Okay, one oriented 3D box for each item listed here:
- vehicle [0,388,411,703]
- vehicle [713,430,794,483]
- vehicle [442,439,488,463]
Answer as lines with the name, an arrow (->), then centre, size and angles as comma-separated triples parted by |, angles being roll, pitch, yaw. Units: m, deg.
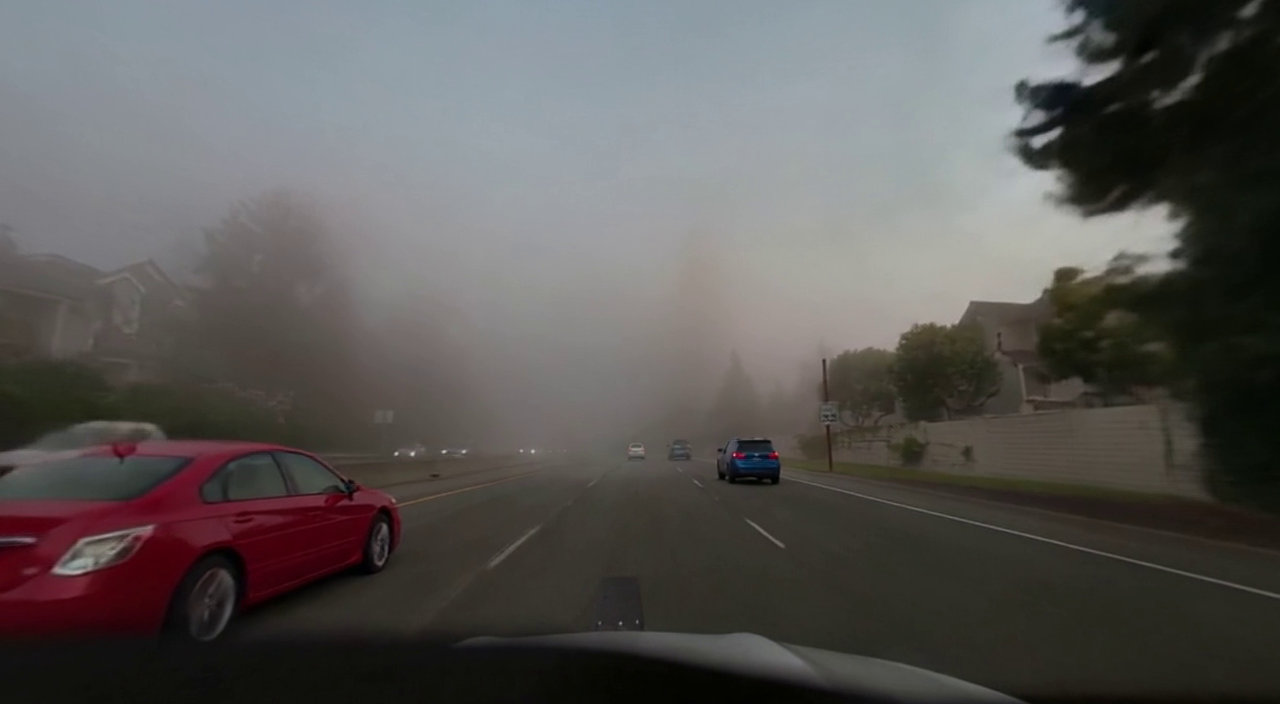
vehicle -> -3.585, 1.233, 4.691 | 2.036, 1.528, 4.400 | 0, -9, 1
vehicle -> 3.937, 3.723, 22.620 | 2.092, 1.686, 4.188 | 0, -9, -1
vehicle -> -11.555, 6.541, 41.801 | 1.874, 1.499, 3.788 | 0, -9, 0
